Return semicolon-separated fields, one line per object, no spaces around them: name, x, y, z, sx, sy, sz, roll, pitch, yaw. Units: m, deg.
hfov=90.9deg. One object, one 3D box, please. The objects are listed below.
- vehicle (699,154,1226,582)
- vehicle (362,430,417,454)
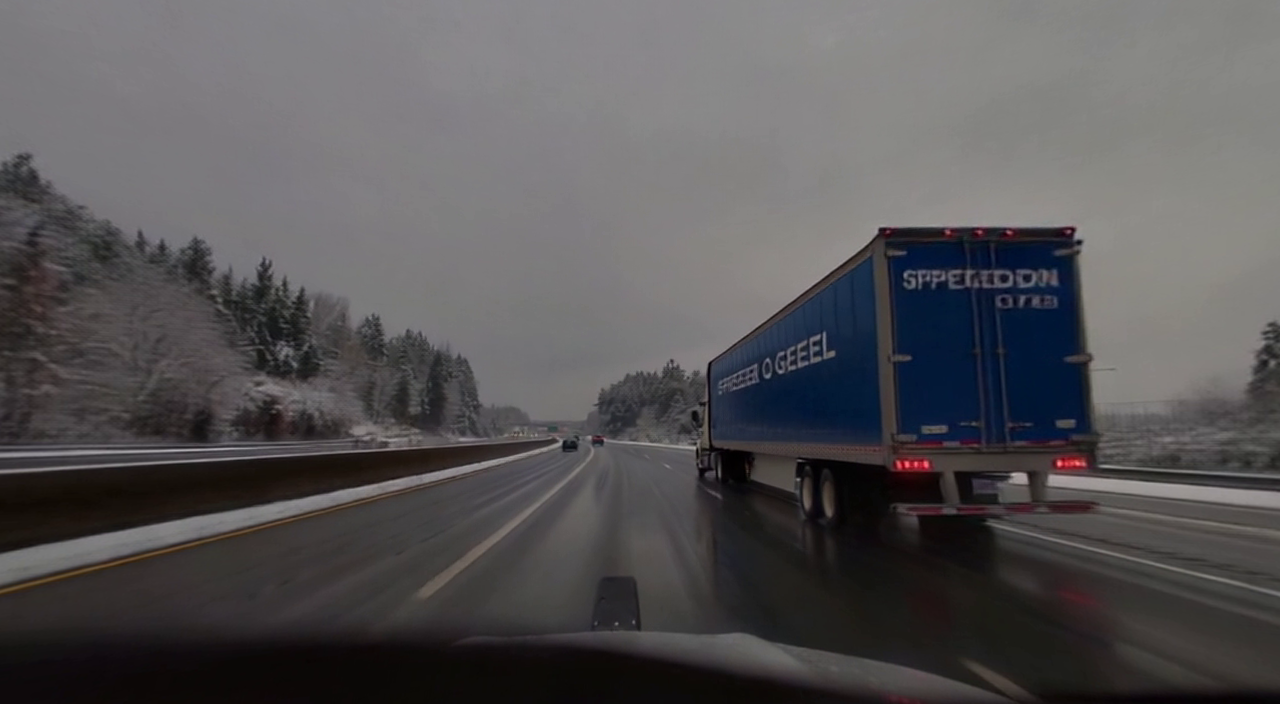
vehicle;3.640;1.019;13.059;2.910;4.051;14.278;0;-8;-2
vehicle;-16.307;5.892;41.232;1.915;1.481;4.479;0;-8;-2
